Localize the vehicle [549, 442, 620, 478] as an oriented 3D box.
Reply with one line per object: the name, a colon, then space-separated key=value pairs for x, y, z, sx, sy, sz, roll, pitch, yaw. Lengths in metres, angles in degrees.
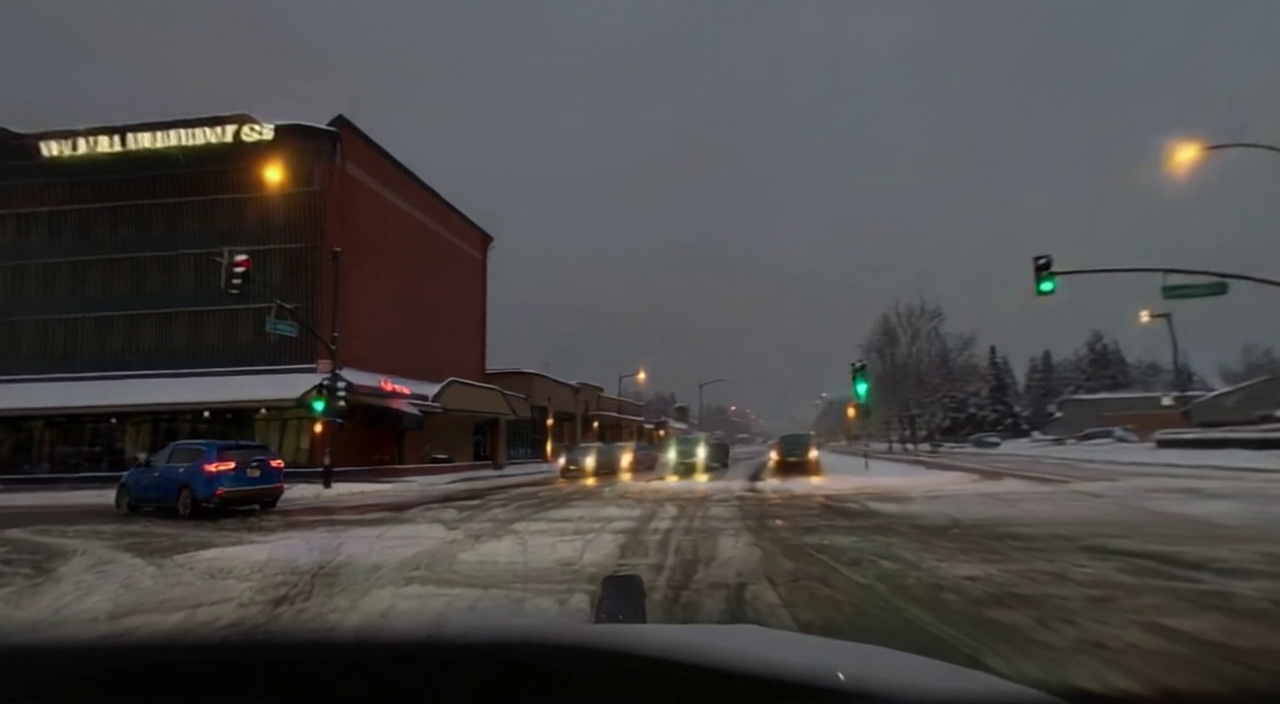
vehicle: x=-2.593 y=5.207 z=30.674 sx=2.005 sy=1.596 sz=4.342 roll=-3 pitch=-9 yaw=16

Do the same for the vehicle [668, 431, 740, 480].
vehicle: x=2.752 y=4.227 z=26.024 sx=2.162 sy=1.788 sz=4.602 roll=-3 pitch=-9 yaw=15

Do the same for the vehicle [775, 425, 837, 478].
vehicle: x=6.742 y=4.075 z=26.067 sx=2.160 sy=1.948 sz=4.784 roll=-3 pitch=-9 yaw=12

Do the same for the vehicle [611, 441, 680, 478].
vehicle: x=0.340 y=4.930 z=29.174 sx=2.163 sy=1.529 sz=4.210 roll=-3 pitch=-9 yaw=15

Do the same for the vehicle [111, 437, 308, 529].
vehicle: x=-9.932 y=2.898 z=14.520 sx=4.445 sy=1.762 sz=2.238 roll=-7 pitch=-11 yaw=36
